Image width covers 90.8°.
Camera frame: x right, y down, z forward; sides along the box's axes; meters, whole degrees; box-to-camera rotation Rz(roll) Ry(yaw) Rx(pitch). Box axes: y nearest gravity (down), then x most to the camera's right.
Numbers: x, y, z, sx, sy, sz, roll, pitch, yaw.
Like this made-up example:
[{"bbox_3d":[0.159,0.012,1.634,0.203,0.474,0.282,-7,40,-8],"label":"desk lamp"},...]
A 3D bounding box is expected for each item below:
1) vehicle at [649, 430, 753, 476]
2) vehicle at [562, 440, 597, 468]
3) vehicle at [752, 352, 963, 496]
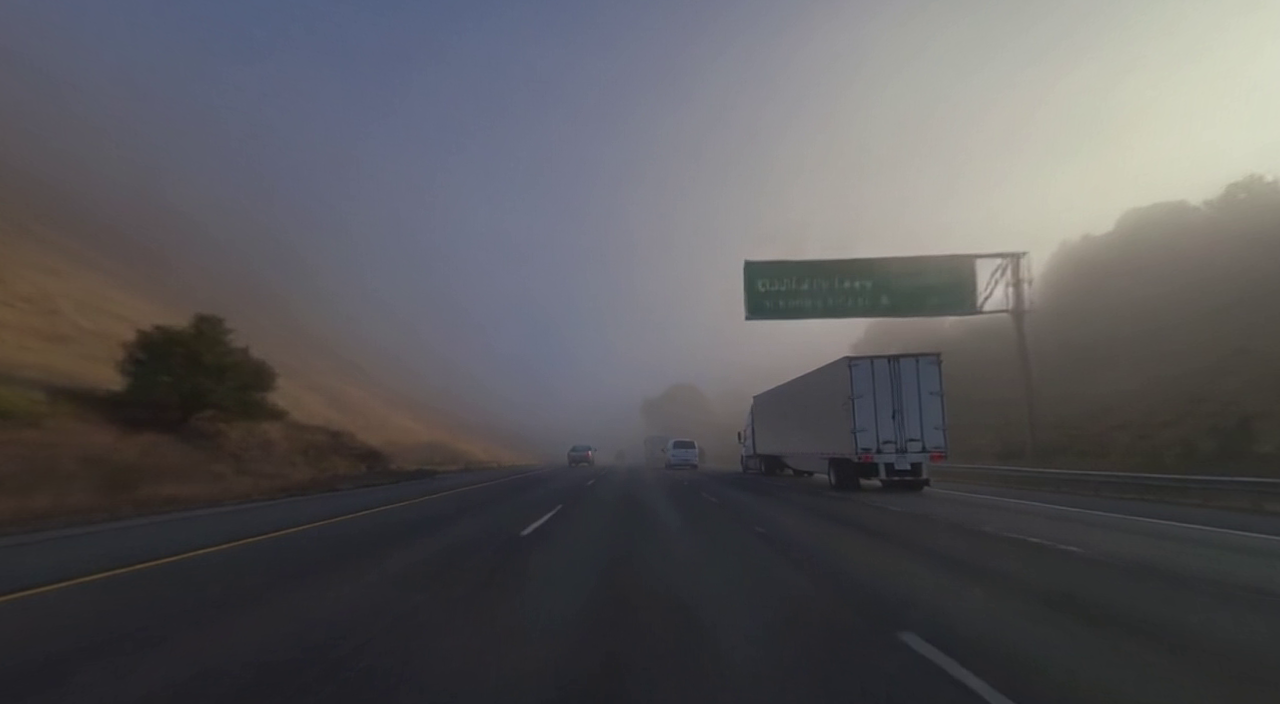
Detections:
[{"bbox_3d":[3.064,5.206,32.713,5.075,2.277,2.365,0,-9,-3],"label":"vehicle"},{"bbox_3d":[-4.523,7.708,47.694,2.193,1.977,4.759,0,-9,0],"label":"vehicle"},{"bbox_3d":[7.761,3.306,26.614,2.935,4.187,16.357,0,-9,-1],"label":"vehicle"}]
